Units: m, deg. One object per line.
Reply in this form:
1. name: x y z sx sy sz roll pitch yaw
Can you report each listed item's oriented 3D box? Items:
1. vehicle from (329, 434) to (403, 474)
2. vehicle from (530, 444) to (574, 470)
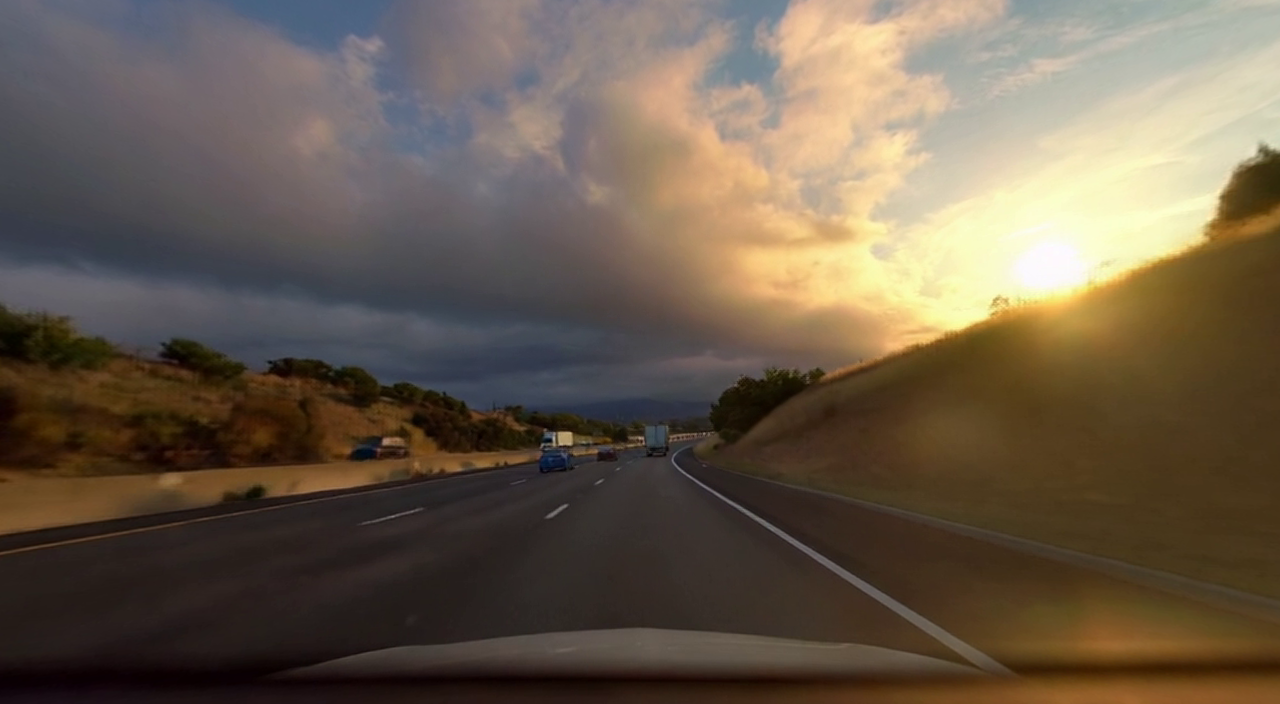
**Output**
1. vehicle: -18.313 6.848 42.571 2.206 2.509 5.803 -1 -9 1
2. vehicle: -5.376 6.484 39.145 2.078 1.469 4.371 0 -9 0
